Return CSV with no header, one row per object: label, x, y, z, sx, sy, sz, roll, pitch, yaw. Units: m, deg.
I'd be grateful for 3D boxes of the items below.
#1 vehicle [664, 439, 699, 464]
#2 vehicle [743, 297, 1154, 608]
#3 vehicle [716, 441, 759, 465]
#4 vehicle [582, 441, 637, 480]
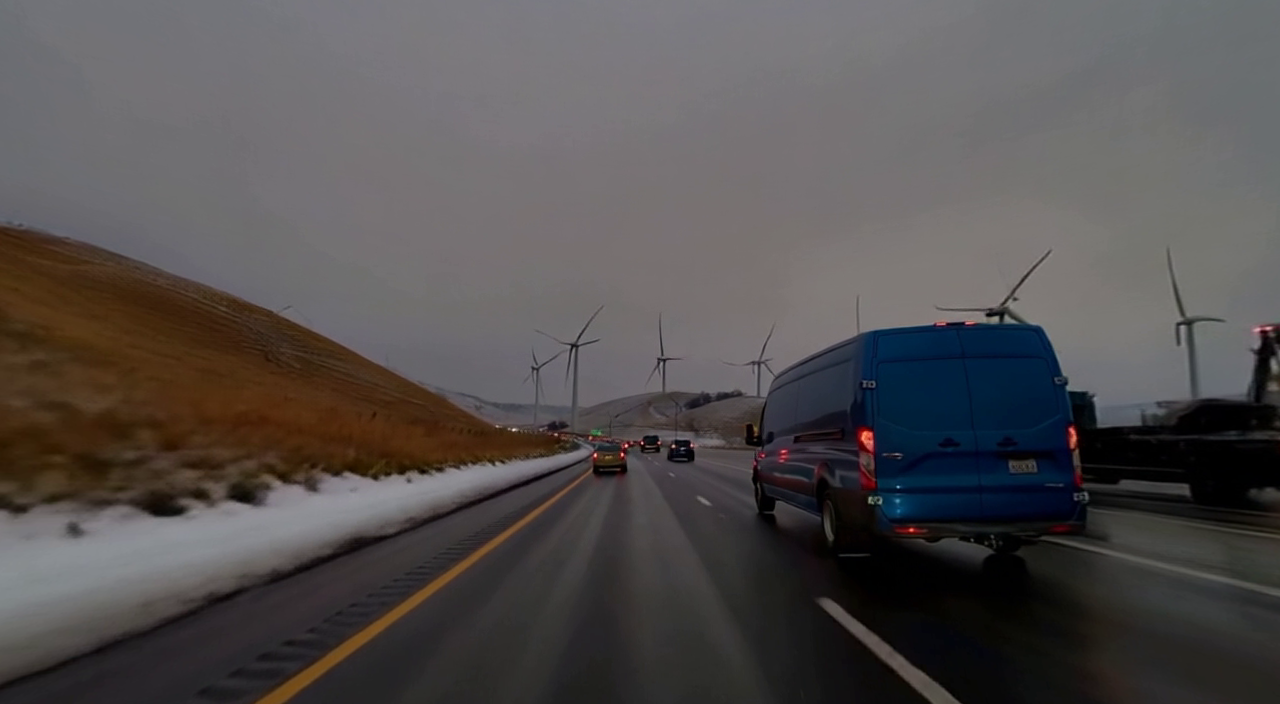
vehicle,2.917,7.122,45.459,2.108,1.717,3.996,0,-8,-2
vehicle,3.051,1.244,8.267,2.365,2.630,5.754,0,-9,-1
vehicle,6.365,6.644,41.684,1.958,1.514,4.930,0,-8,-1
vehicle,-1.153,4.339,25.585,2.082,1.445,3.826,0,-8,0
